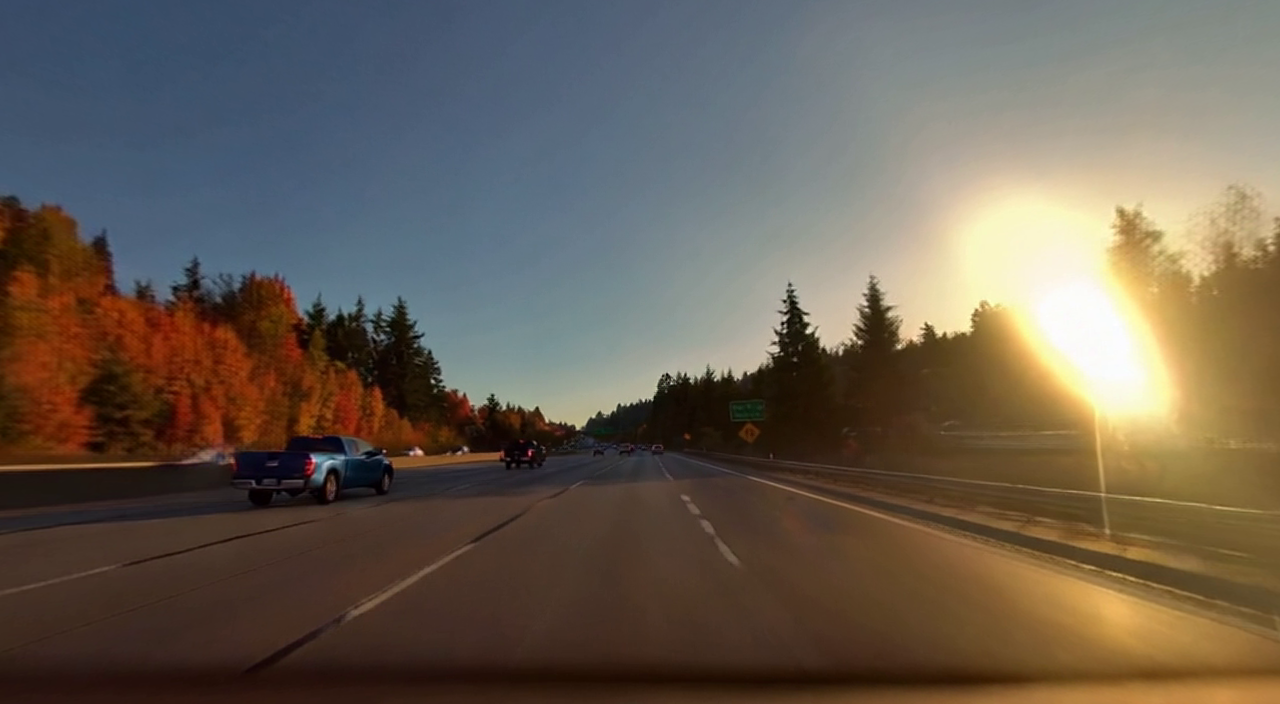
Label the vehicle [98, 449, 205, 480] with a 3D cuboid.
[{"bbox_3d":[-25.695,5.920,33.398,1.860,1.475,4.609,0,-8,1],"label":"vehicle"}]

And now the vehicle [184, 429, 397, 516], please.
[{"bbox_3d":[-7.329,2.559,13.956,1.965,1.567,4.686,0,-8,1],"label":"vehicle"}]

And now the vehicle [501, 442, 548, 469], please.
[{"bbox_3d":[-6.841,6.150,37.785,1.919,1.499,4.234,0,-8,1],"label":"vehicle"}]
